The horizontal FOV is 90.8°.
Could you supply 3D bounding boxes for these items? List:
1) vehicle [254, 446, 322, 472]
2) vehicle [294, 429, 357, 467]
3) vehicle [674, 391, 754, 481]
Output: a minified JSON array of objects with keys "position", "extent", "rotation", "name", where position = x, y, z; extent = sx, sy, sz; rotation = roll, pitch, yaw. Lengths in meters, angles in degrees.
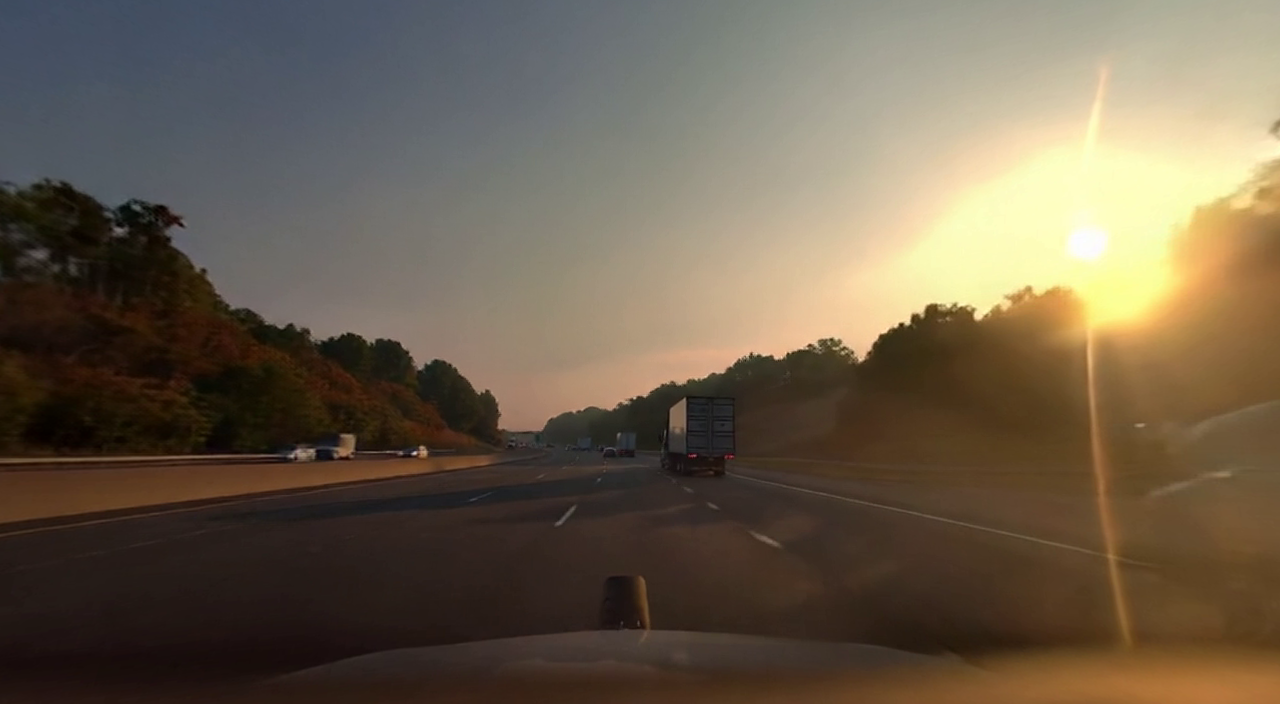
[{"position":[-21.935,6.666,39.522],"extent":[1.803,1.519,4.483],"rotation":[0,-9,-2],"name":"vehicle"},{"position":[-22.339,6.852,44.995],"extent":[2.239,2.511,4.301],"rotation":[0,-9,-1],"name":"vehicle"},{"position":[3.569,4.460,32.837],"extent":[2.826,4.035,8.369],"rotation":[0,-9,-2],"name":"vehicle"}]
